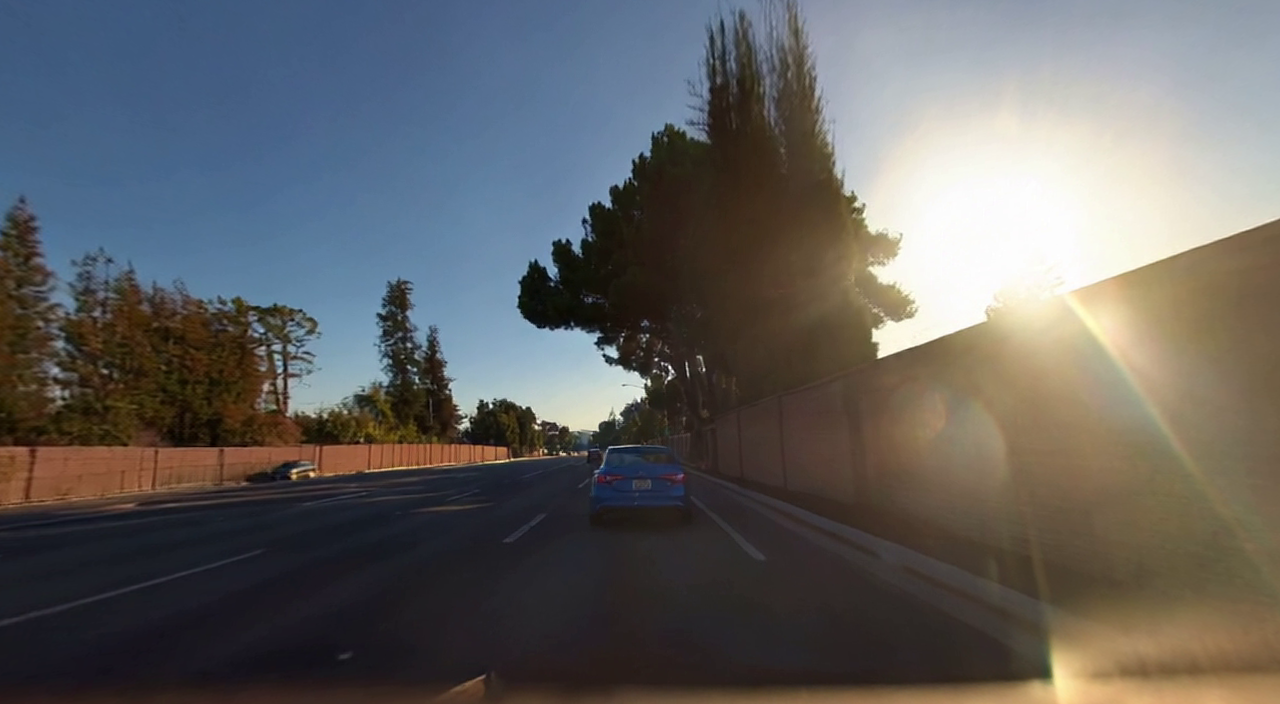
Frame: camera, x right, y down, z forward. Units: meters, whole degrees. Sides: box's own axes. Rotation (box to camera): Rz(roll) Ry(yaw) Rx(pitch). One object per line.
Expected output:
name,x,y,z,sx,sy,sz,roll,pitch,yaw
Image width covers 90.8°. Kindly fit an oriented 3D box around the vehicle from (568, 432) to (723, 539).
vehicle,0.075,2.231,11.207,2.205,1.509,4.272,0,-8,0
